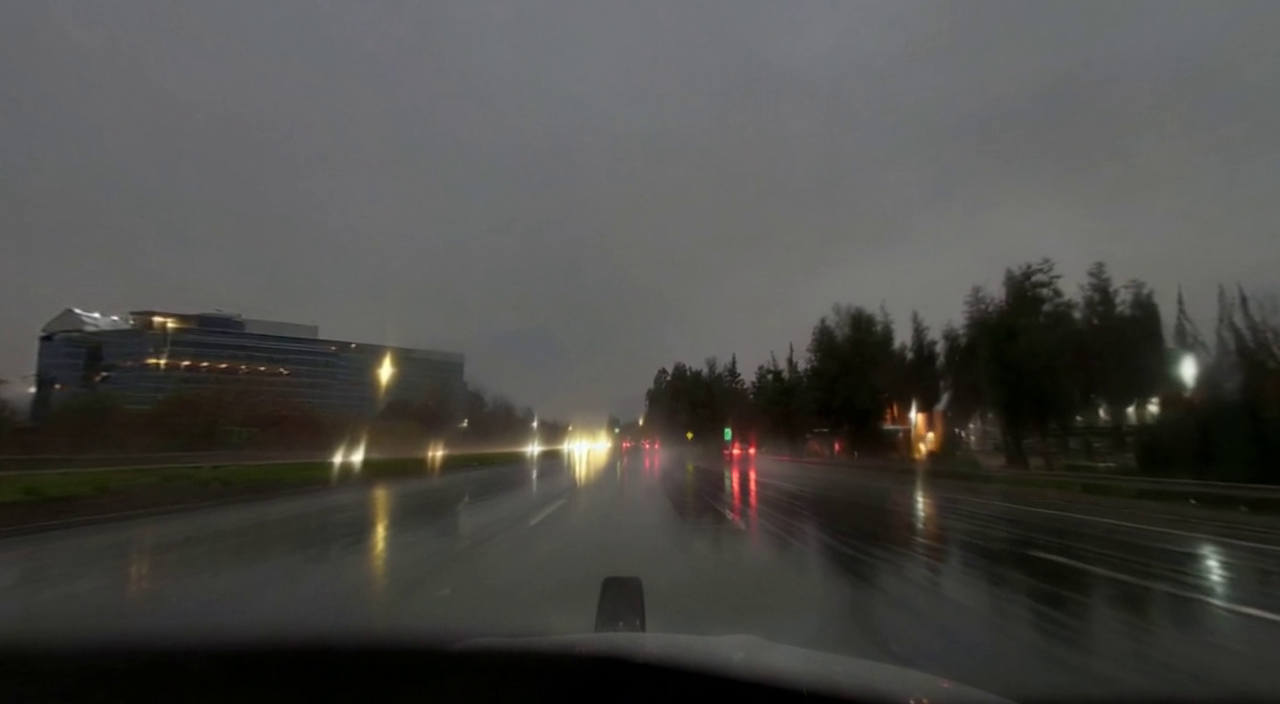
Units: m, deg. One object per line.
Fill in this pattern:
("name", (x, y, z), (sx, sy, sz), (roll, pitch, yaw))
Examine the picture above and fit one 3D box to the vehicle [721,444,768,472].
("vehicle", (6.320, 6.469, 38.659), (2.085, 1.594, 4.848), (0, -9, 0))
